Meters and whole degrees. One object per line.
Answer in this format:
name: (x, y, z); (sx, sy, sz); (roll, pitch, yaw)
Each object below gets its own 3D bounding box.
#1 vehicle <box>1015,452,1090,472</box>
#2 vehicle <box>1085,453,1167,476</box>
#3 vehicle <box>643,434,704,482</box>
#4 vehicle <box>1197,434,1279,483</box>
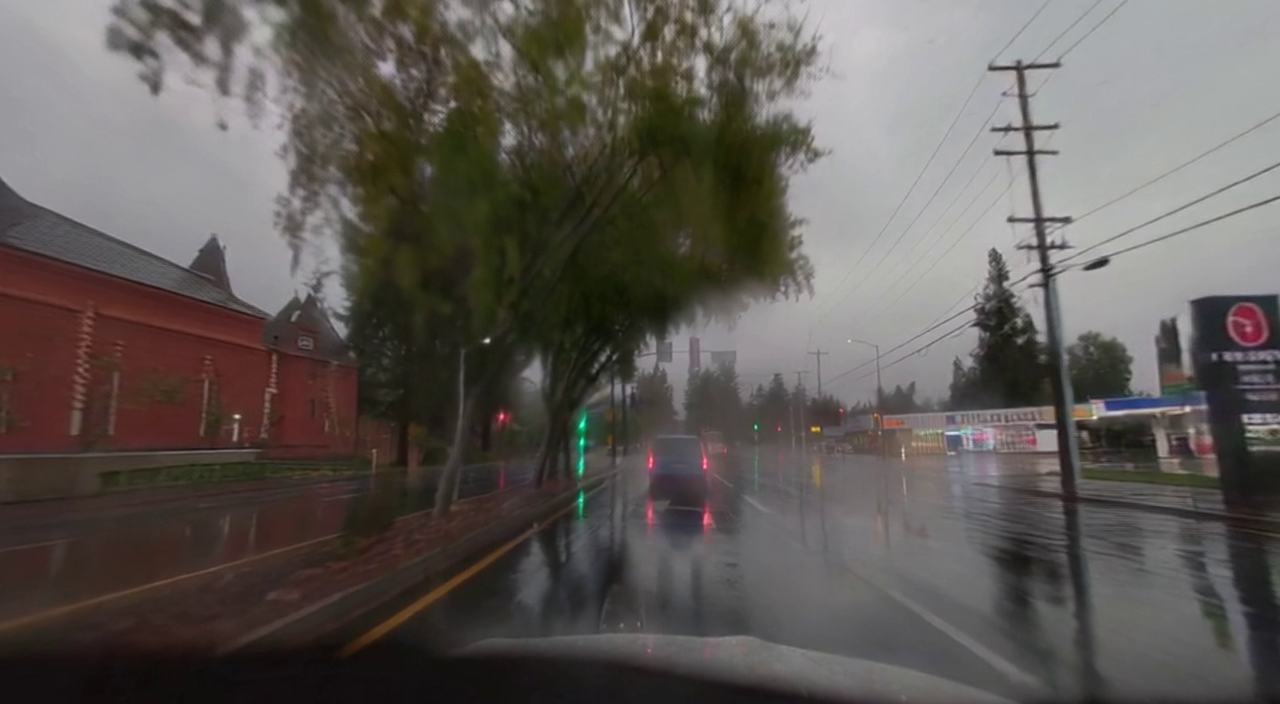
vehicle: (32.426, 8.619, 49.760); (4.597, 1.494, 1.882); (-8, -11, 42)
vehicle: (33.377, 7.711, 43.453); (4.205, 1.478, 1.782); (-8, -11, 41)
vehicle: (1.273, 3.906, 23.556); (2.032, 1.621, 4.082); (-1, -9, 4)
vehicle: (25.197, 4.182, 25.047); (4.553, 1.799, 2.103); (1, -9, -10)
